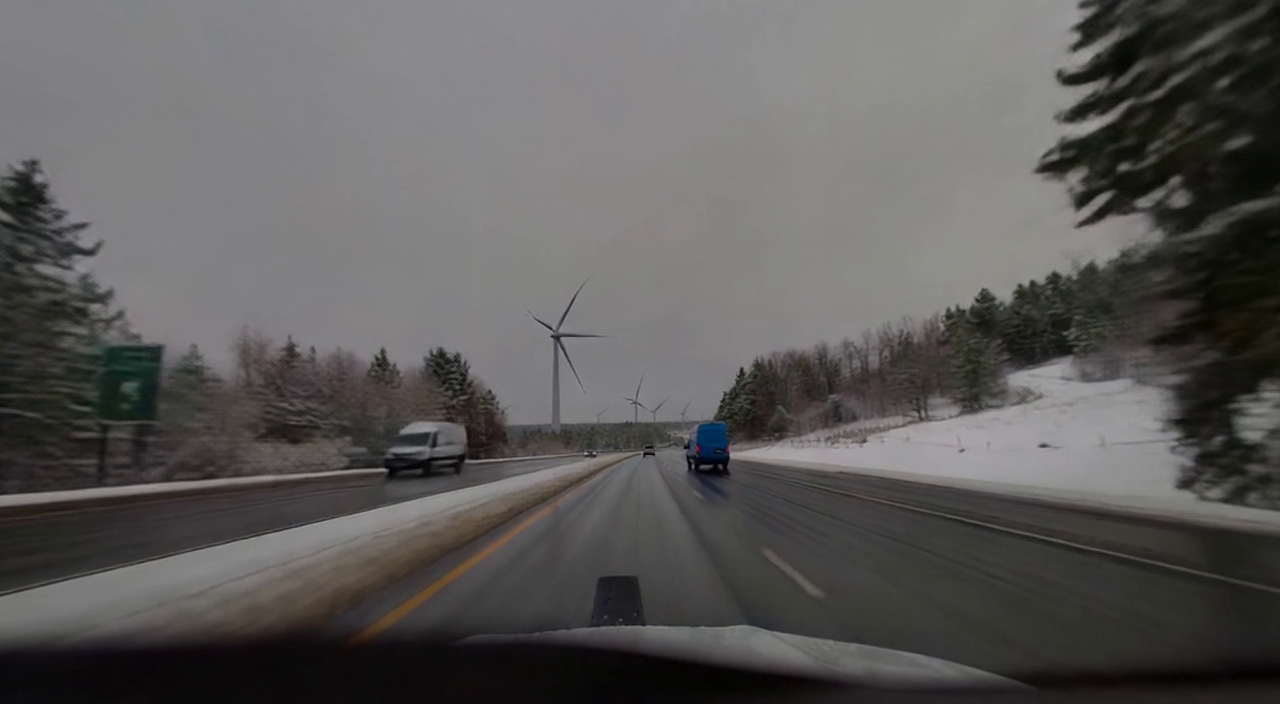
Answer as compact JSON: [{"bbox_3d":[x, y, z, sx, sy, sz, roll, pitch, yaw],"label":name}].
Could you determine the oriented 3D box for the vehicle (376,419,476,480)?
[{"bbox_3d":[-12.173,5.665,36.751,3.050,3.166,7.885,0,-9,0],"label":"vehicle"}]

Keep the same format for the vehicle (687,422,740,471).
[{"bbox_3d":[4.373,5.810,38.668,2.437,2.735,5.507,0,-9,-1],"label":"vehicle"}]
